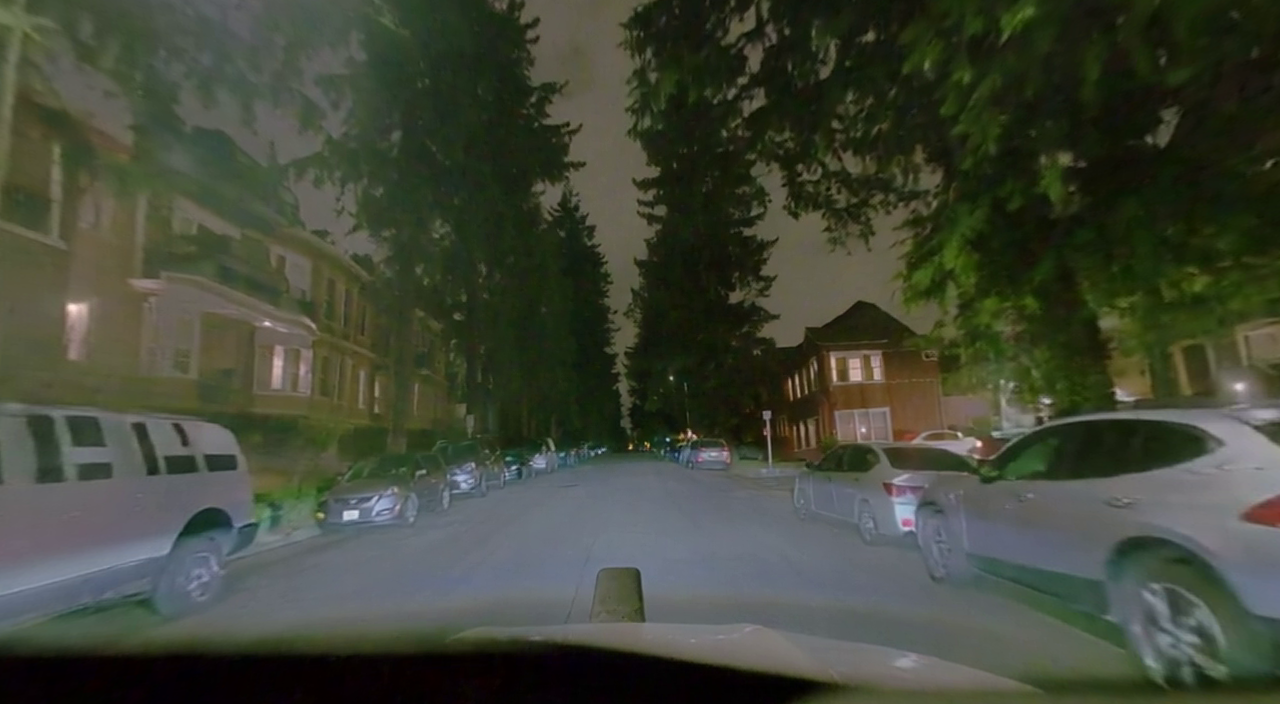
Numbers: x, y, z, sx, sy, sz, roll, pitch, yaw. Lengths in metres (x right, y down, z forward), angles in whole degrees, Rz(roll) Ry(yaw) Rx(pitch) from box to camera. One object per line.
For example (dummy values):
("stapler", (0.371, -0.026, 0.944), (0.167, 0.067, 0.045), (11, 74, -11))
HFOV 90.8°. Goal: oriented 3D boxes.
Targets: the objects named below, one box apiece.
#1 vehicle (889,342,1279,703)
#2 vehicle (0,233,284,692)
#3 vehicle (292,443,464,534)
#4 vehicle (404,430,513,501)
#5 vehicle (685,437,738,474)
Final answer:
("vehicle", (3.774, 1.100, 4.308), (2.121, 1.778, 4.916), (0, -9, 0))
("vehicle", (-4.936, 0.609, 3.428), (2.330, 2.676, 6.346), (0, -8, -1))
("vehicle", (-4.981, 2.600, 12.793), (1.901, 1.486, 4.422), (1, -9, -5))
("vehicle", (-5.287, 3.353, 19.165), (2.042, 1.850, 4.758), (0, -8, -2))
("vehicle", (3.505, 5.179, 31.915), (1.994, 1.710, 4.699), (0, -9, -1))
